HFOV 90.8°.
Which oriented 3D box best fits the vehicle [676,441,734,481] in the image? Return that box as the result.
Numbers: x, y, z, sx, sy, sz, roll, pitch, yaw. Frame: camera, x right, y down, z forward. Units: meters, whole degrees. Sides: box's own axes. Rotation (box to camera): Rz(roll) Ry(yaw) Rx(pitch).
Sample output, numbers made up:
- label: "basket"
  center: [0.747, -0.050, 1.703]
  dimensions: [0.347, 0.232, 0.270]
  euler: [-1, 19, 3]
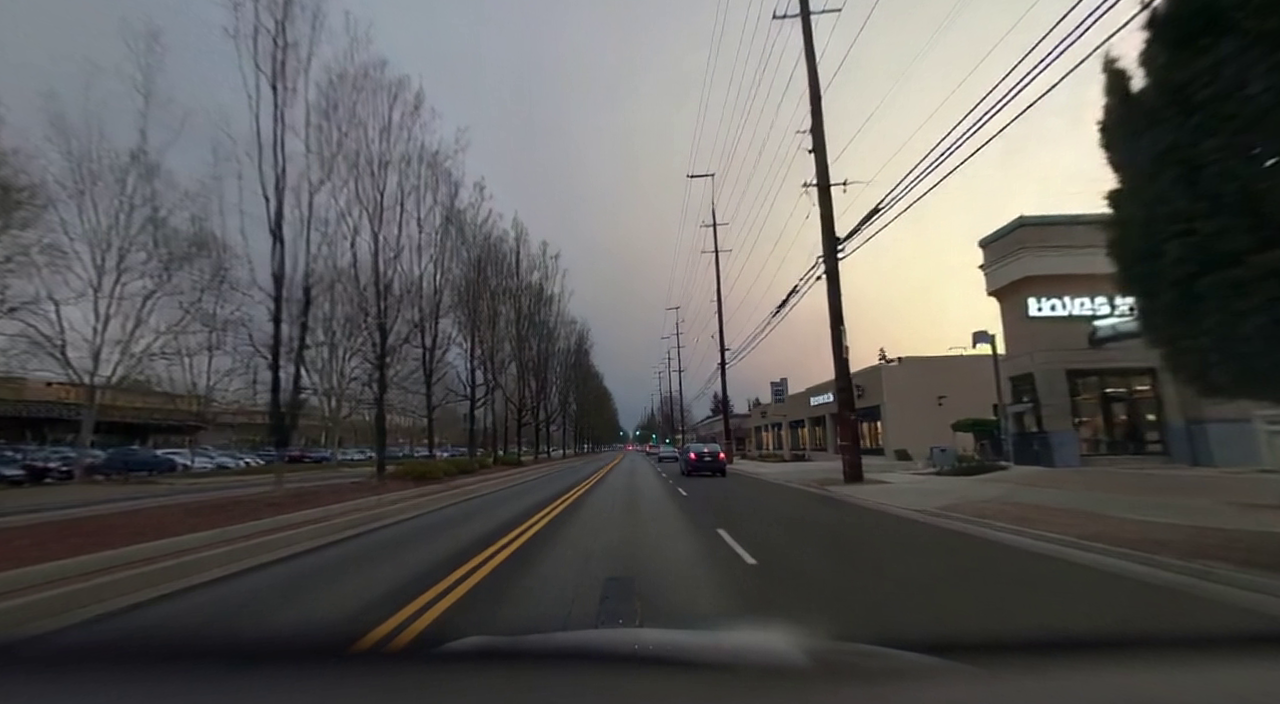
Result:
- label: "vehicle"
  center: [2.620, 4.480, 26.183]
  dimensions: [1.975, 1.497, 3.647]
  euler: [0, -9, -1]
